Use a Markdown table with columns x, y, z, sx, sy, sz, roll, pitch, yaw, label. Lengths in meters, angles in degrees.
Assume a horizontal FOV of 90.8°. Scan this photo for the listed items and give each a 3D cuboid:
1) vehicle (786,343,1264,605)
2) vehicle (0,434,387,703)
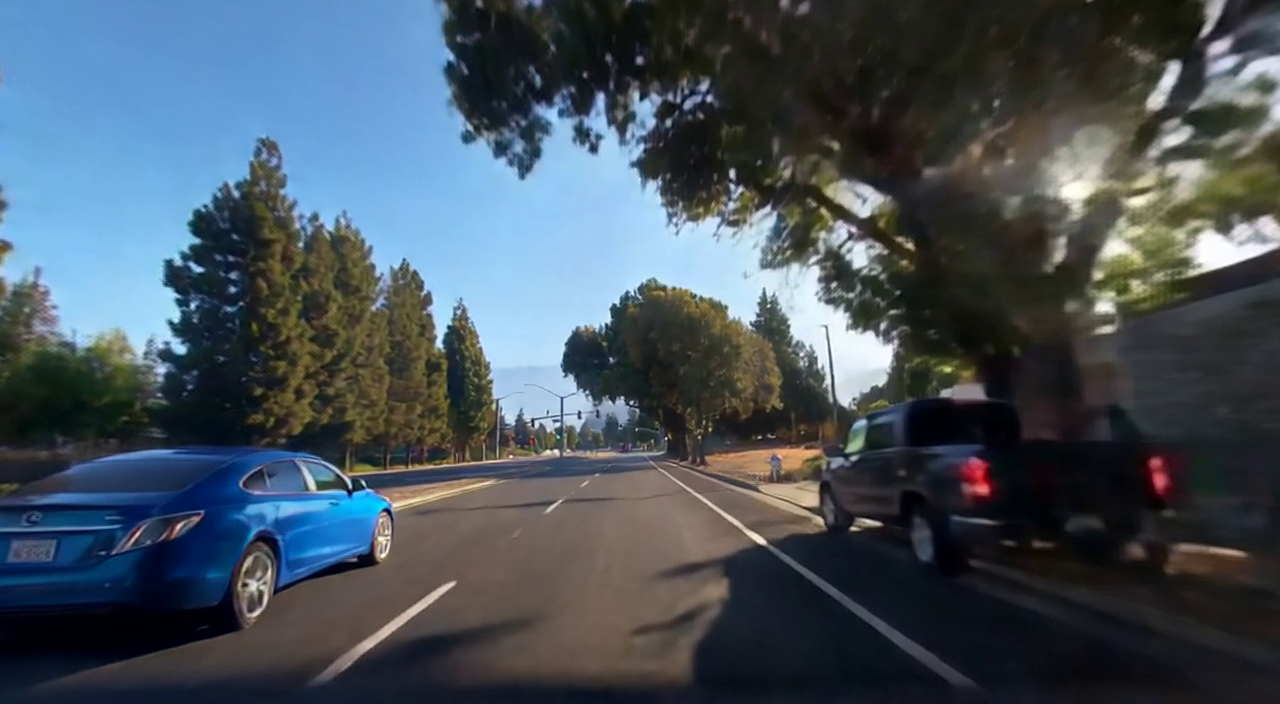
| x | y | z | sx | sy | sz | roll | pitch | yaw | label |
| --- | --- | --- | --- | --- | --- | --- | --- | --- | --- |
| 4.318 | 1.604 | 9.319 | 2.554 | 2.388 | 6.973 | 0 | -8 | -1 | vehicle |
| -3.987 | 1.455 | 5.331 | 1.946 | 1.437 | 4.154 | 0 | -8 | 0 | vehicle |
